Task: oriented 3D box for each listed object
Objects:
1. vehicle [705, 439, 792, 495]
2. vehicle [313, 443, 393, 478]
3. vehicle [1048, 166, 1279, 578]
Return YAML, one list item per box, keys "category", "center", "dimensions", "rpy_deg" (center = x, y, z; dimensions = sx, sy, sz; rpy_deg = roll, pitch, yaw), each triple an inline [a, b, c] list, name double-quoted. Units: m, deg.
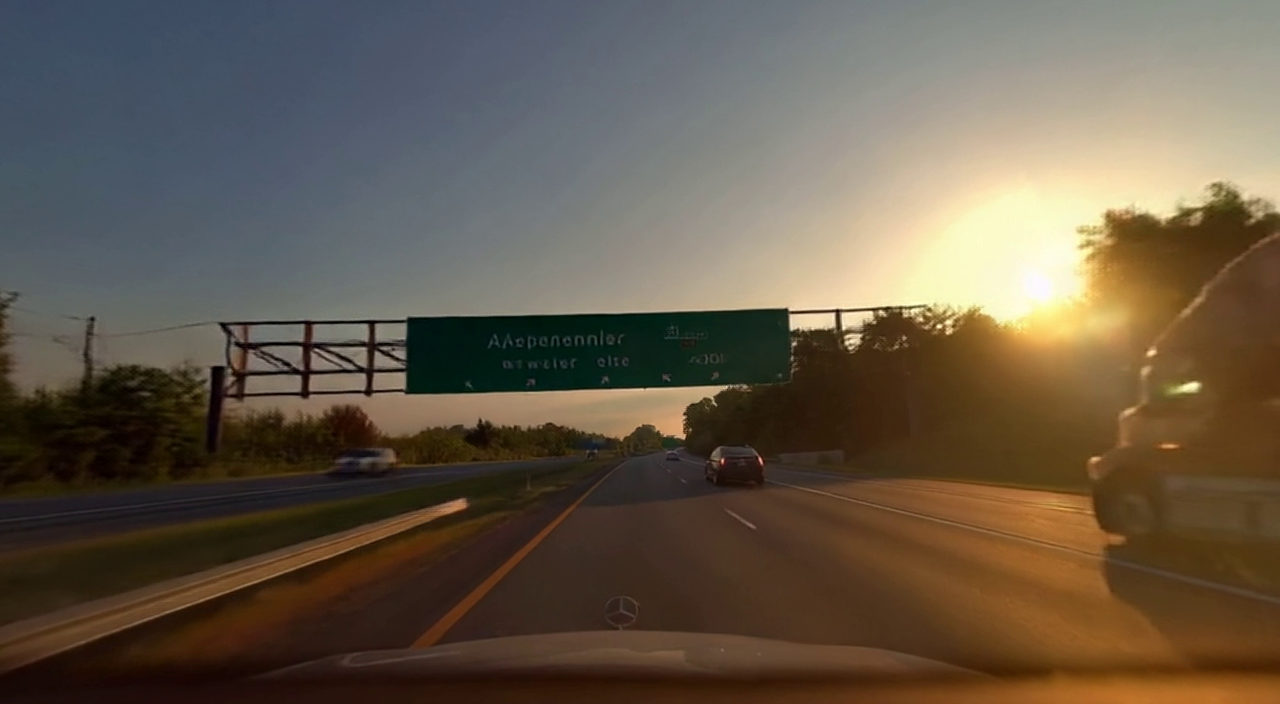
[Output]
- category: "vehicle"
  center: [3.322, 3.605, 20.004]
  dimensions: [2.024, 1.579, 3.707]
  rpy_deg: [0, -9, -1]
- category: "vehicle"
  center: [-15.057, 5.712, 33.299]
  dimensions: [2.062, 1.666, 4.521]
  rpy_deg: [-1, -9, 1]
- category: "vehicle"
  center: [7.736, 0.279, 6.754]
  dimensions: [2.935, 3.986, 5.201]
  rpy_deg: [0, -9, 0]
